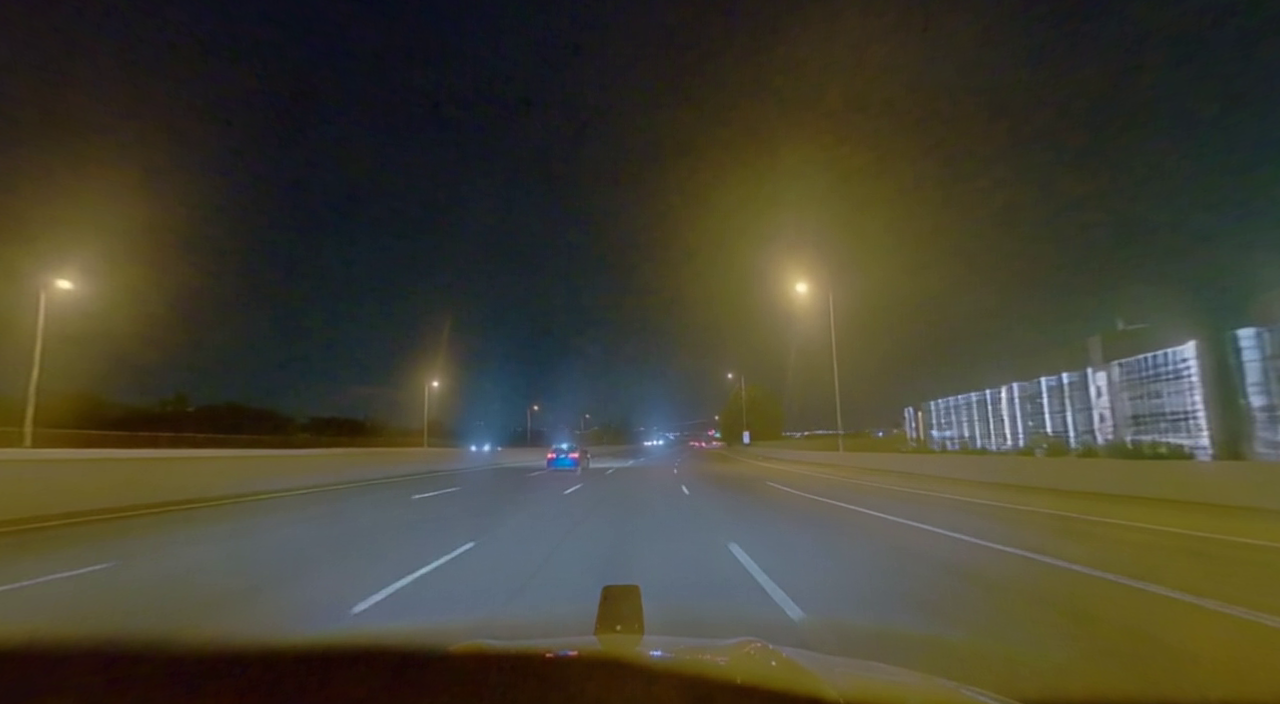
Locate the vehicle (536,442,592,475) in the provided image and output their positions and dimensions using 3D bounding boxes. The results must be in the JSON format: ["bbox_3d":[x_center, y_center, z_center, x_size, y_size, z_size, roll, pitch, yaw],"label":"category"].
[{"bbox_3d":[-3.761,5.368,32.110,2.087,1.566,4.756,0,-9,2],"label":"vehicle"}]
